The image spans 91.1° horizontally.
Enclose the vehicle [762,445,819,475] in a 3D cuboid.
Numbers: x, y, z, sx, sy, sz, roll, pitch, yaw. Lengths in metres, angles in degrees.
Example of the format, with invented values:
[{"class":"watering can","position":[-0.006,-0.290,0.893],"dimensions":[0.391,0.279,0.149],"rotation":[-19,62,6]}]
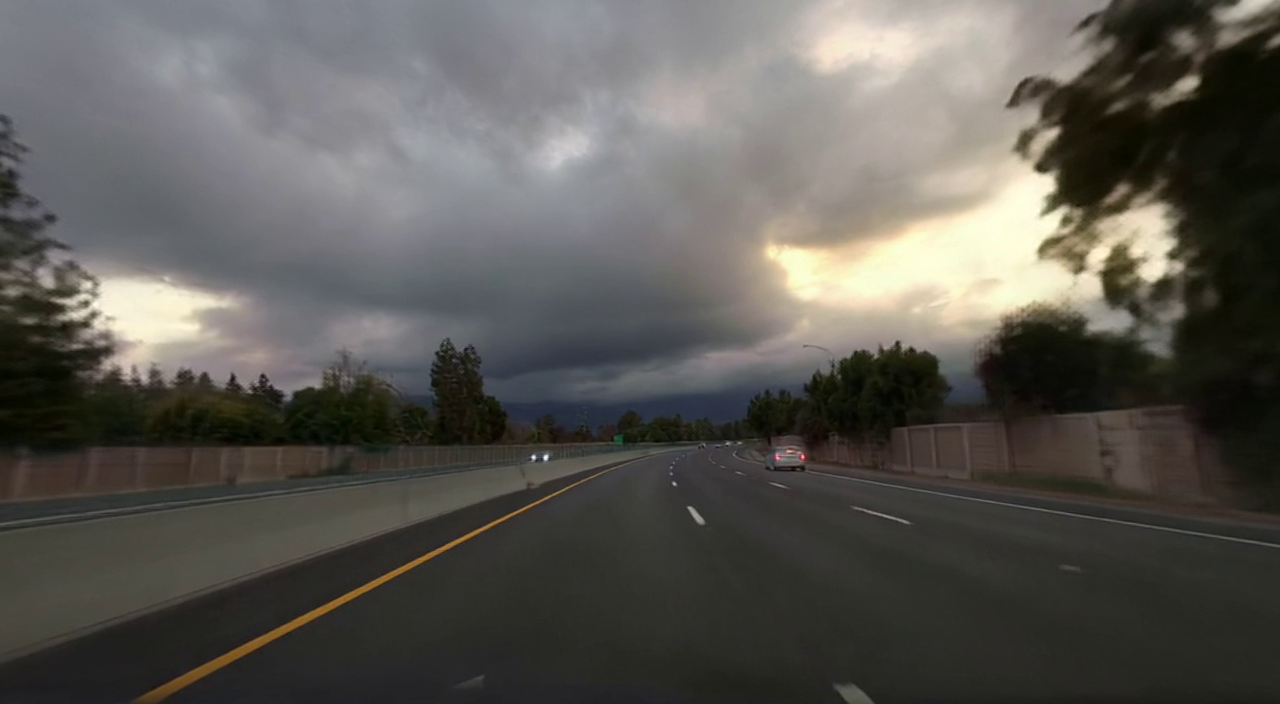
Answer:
[{"class":"vehicle","position":[8.132,5.880,34.485],"dimensions":[1.983,1.486,4.545],"rotation":[0,-9,0]}]
